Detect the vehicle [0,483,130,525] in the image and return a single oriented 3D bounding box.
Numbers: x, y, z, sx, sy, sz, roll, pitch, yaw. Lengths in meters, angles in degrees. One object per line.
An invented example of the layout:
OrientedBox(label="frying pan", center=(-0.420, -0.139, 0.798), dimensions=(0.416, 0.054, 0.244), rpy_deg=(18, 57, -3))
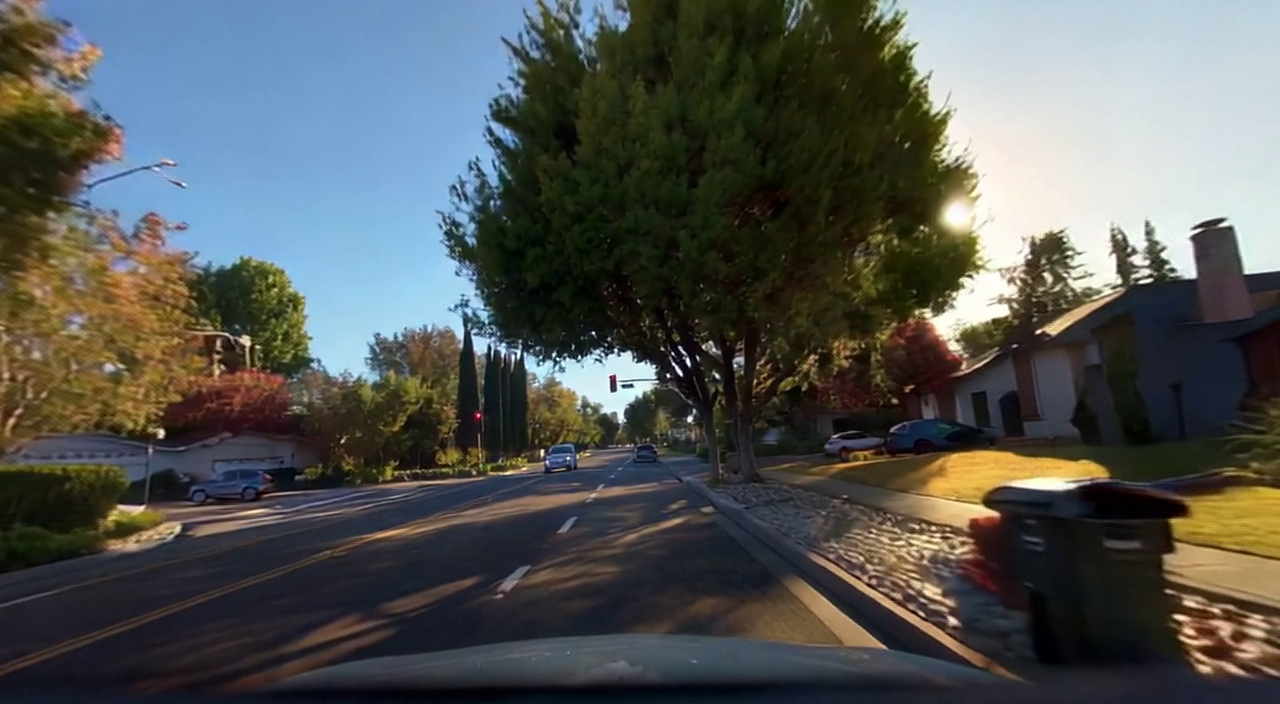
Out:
OrientedBox(label="vehicle", center=(-26.779, 7.033, 29.154), dimensions=(4.177, 1.640, 2.119), rpy_deg=(1, -9, -2))

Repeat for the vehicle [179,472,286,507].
OrientedBox(label="vehicle", center=(-24.442, 8.247, 37.773), dimensions=(4.933, 1.792, 2.133), rpy_deg=(0, -9, 4))

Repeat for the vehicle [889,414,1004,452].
OrientedBox(label="vehicle", center=(14.268, 3.821, 29.414), dimensions=(4.319, 1.700, 2.034), rpy_deg=(0, -8, -1))

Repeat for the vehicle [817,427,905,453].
OrientedBox(label="vehicle", center=(13.352, 5.370, 38.153), dimensions=(4.580, 1.534, 1.919), rpy_deg=(0, -8, -1))
